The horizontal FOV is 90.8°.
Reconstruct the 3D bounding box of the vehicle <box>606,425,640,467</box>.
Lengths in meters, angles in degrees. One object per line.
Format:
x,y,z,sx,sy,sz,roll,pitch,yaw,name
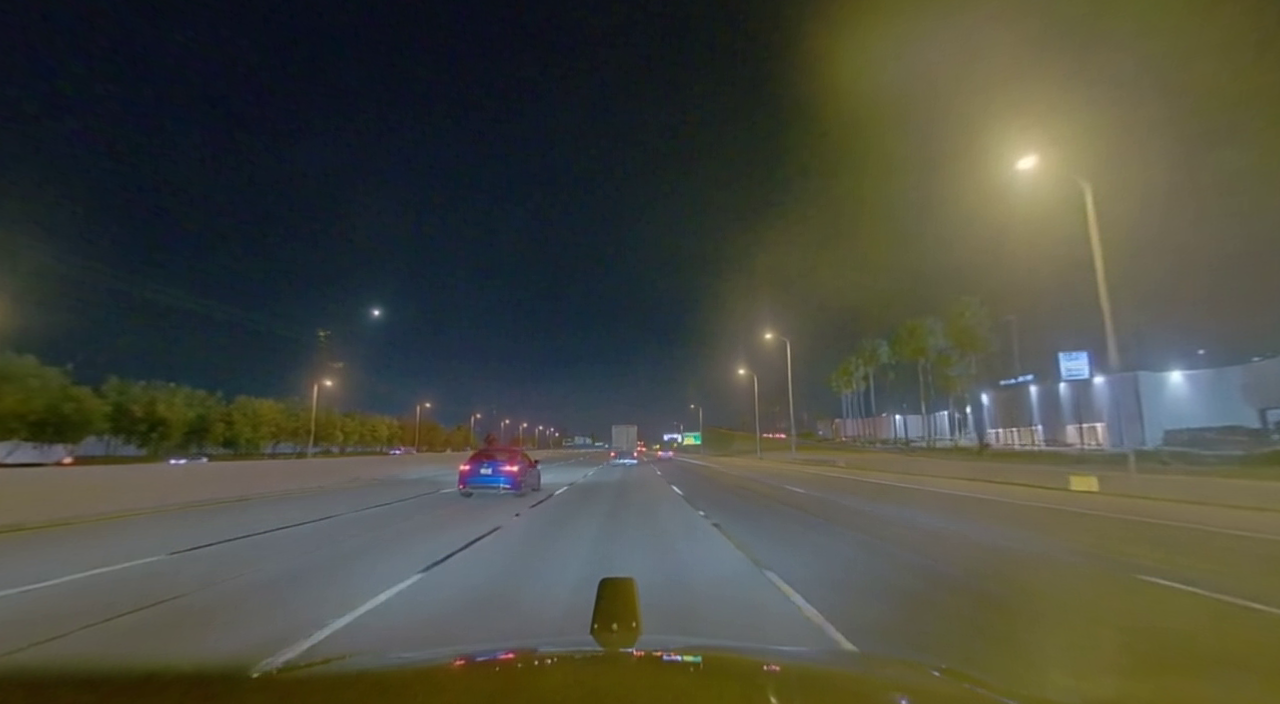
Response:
-1.269,7.153,48.020,2.364,2.953,6.495,0,-9,-1,vehicle

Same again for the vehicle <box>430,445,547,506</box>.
-3.933,3.265,17.223,2.097,1.447,4.291,0,-9,0,vehicle
